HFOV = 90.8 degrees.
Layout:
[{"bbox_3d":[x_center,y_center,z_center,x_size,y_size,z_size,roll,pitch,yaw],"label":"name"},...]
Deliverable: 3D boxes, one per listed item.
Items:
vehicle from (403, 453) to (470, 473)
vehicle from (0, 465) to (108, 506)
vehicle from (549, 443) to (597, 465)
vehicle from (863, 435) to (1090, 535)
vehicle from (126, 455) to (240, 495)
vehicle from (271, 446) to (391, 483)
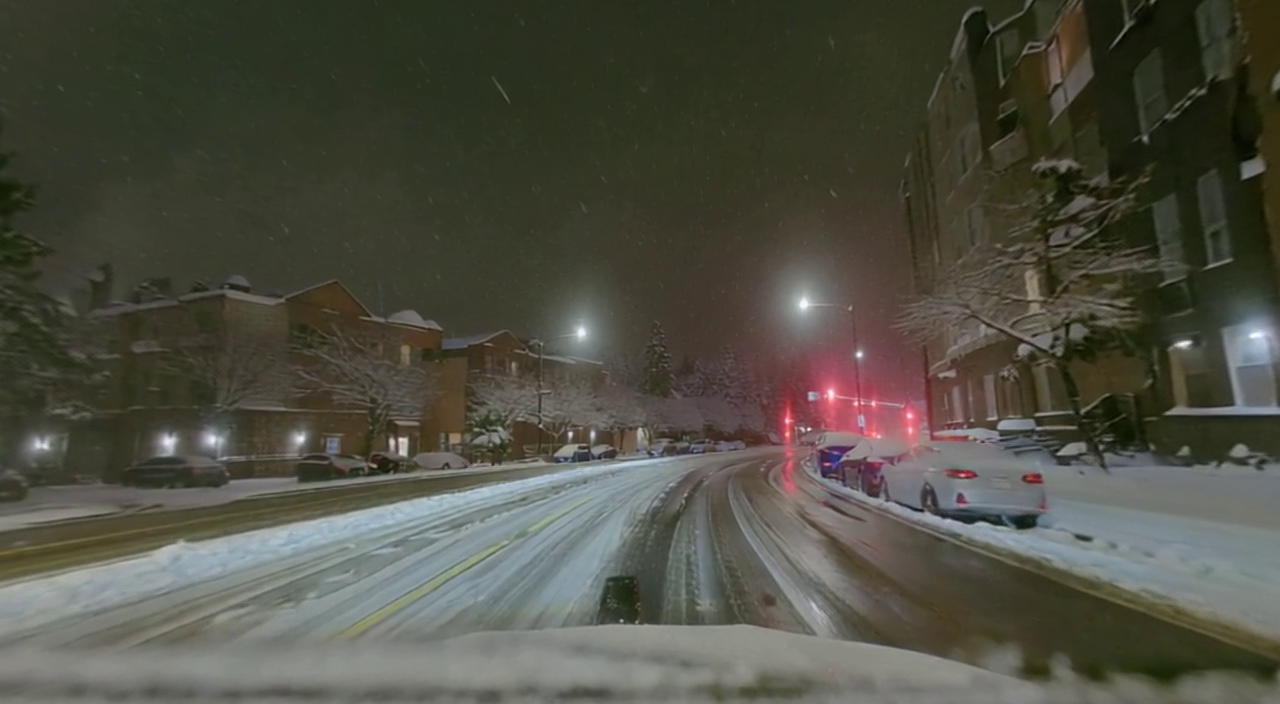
[{"bbox_3d":[-14.729,8.031,45.819,4.178,1.407,2.012,-2,-9,14],"label":"vehicle"},{"bbox_3d":[-24.495,5.406,25.840,4.250,1.490,1.951,-3,-8,15],"label":"vehicle"},{"bbox_3d":[-4.998,7.638,47.598,1.882,1.508,4.476,-3,-9,19],"label":"vehicle"},{"bbox_3d":[6.025,2.392,12.194,2.077,1.502,4.902,-1,-8,6],"label":"vehicle"},{"bbox_3d":[-23.158,6.187,32.058,4.462,1.832,2.103,-2,-8,11],"label":"vehicle"},{"bbox_3d":[-18.235,6.636,37.417,6.006,1.964,2.474,-1,-10,12],"label":"vehicle"}]
